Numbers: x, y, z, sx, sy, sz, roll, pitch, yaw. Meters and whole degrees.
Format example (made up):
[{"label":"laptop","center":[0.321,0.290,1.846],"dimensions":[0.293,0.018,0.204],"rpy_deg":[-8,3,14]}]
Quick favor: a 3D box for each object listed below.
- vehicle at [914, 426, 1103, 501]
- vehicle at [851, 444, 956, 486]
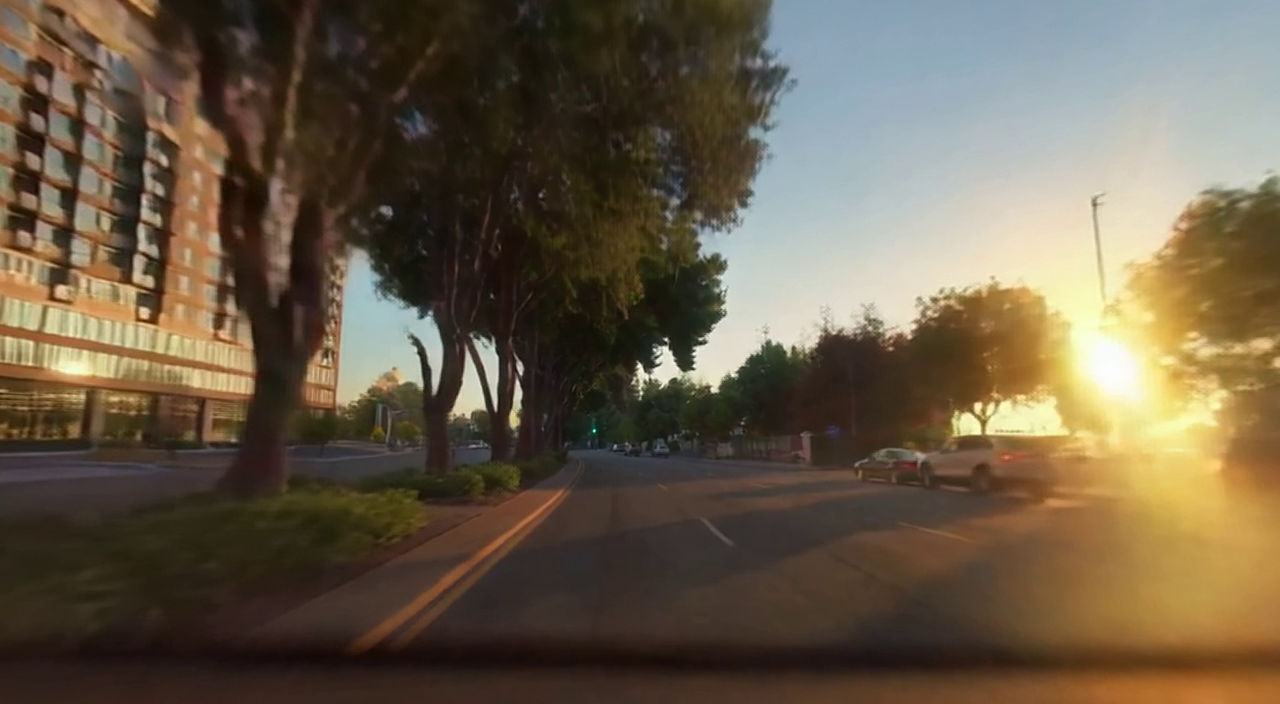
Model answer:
[{"label":"vehicle","center":[10.322,3.167,18.392],"dimensions":[2.211,1.831,5.275],"rpy_deg":[0,-9,-1]},{"label":"vehicle","center":[10.099,4.332,24.641],"dimensions":[1.891,1.460,4.514],"rpy_deg":[0,-9,-4]}]
